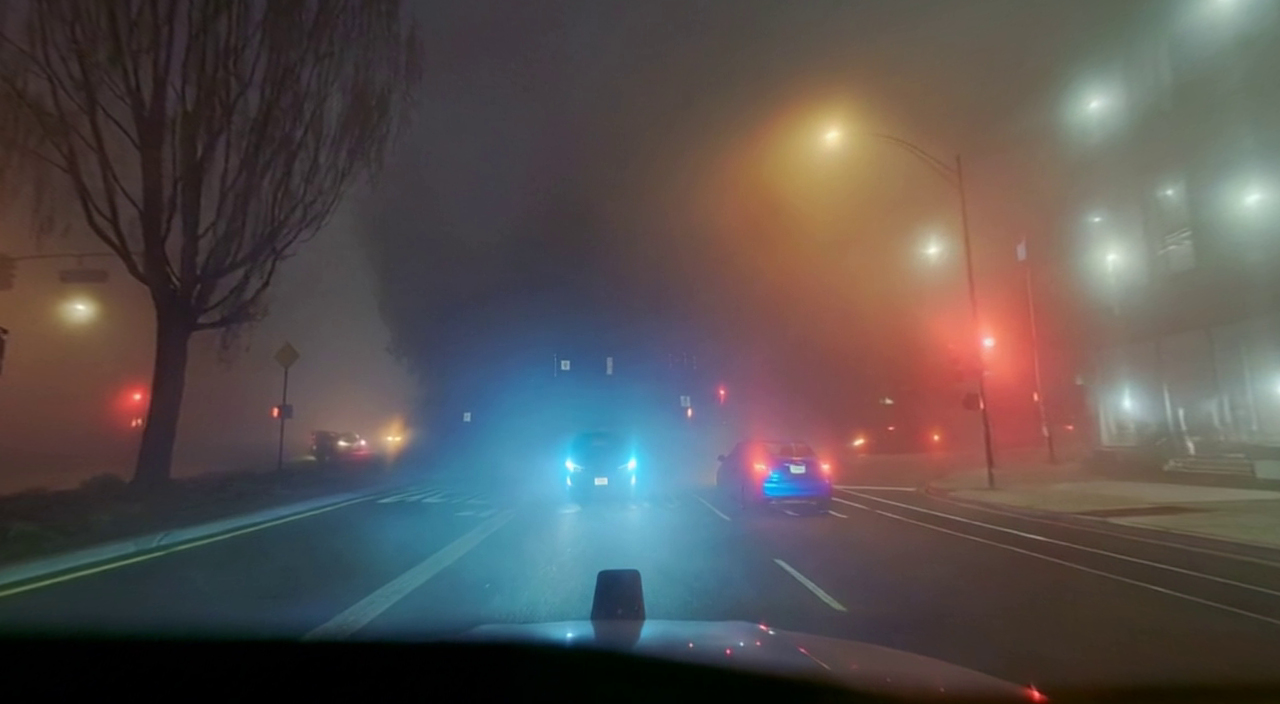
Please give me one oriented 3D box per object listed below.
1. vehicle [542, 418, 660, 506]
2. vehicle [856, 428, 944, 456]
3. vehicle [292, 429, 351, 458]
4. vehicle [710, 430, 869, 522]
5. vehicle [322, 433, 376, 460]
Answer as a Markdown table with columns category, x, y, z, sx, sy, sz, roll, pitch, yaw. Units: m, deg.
| category | x | y | z | sx | sy | sz | roll | pitch | yaw |
| --- | --- | --- | --- | --- | --- | --- | --- | --- | --- |
| vehicle | -0.902 | 2.492 | 14.654 | 2.317 | 1.713 | 4.231 | 1 | -9 | -4 |
| vehicle | 17.306 | 6.053 | 42.311 | 5.023 | 1.756 | 2.001 | -1 | -9 | 9 |
| vehicle | -24.229 | 6.994 | 48.390 | 2.423 | 1.974 | 6.001 | -1 | -8 | -11 |
| vehicle | 2.719 | 2.377 | 12.671 | 1.918 | 1.479 | 4.468 | 0 | -9 | -2 |
| vehicle | -20.244 | 6.576 | 44.158 | 2.207 | 1.765 | 4.569 | 1 | -9 | -10 |
